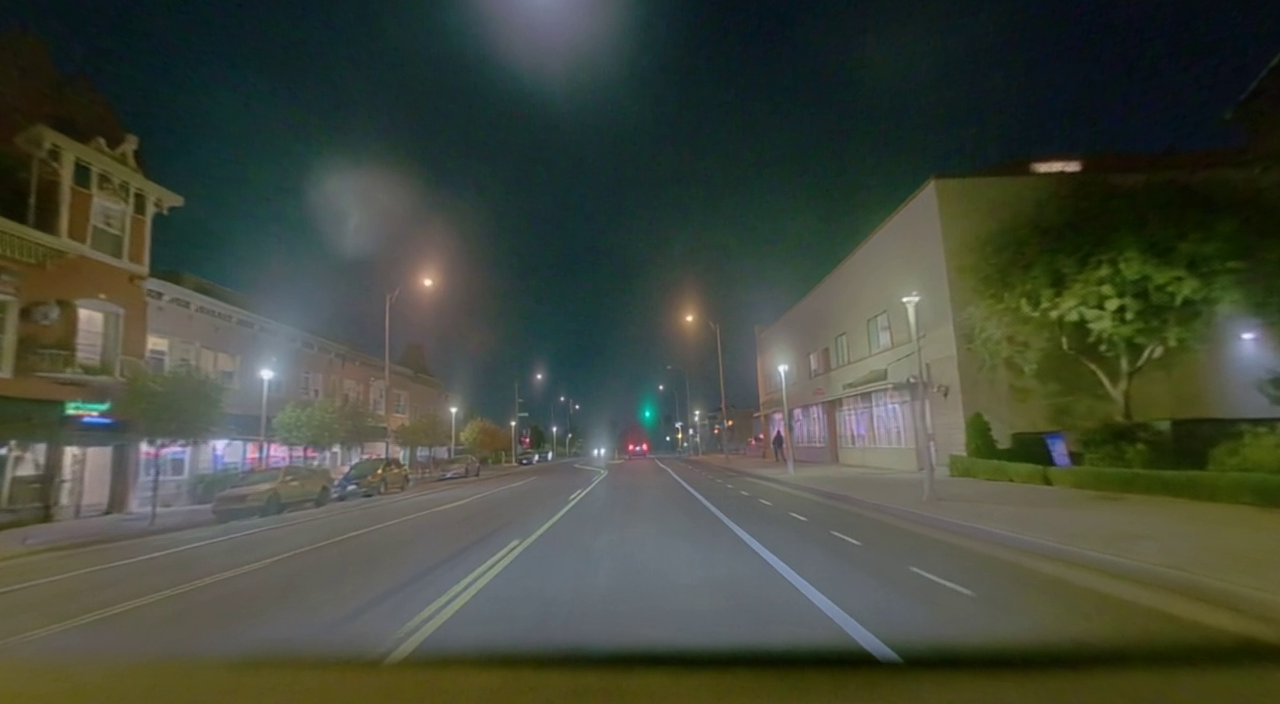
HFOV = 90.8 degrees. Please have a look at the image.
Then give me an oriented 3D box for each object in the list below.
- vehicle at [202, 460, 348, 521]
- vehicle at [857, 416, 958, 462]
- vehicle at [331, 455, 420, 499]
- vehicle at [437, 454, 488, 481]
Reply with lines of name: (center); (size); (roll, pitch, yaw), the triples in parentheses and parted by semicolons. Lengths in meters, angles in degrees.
vehicle: (-10.765, 4.073, 19.077); (1.784, 1.502, 4.344); (0, -8, 0)
vehicle: (12.665, 4.230, 30.408); (2.532, 1.997, 5.001); (0, -9, -2)
vehicle: (-10.820, 5.123, 26.199); (1.837, 1.586, 4.155); (0, -8, 0)
vehicle: (-10.866, 7.068, 39.023); (1.828, 1.470, 4.523); (0, -8, 0)
